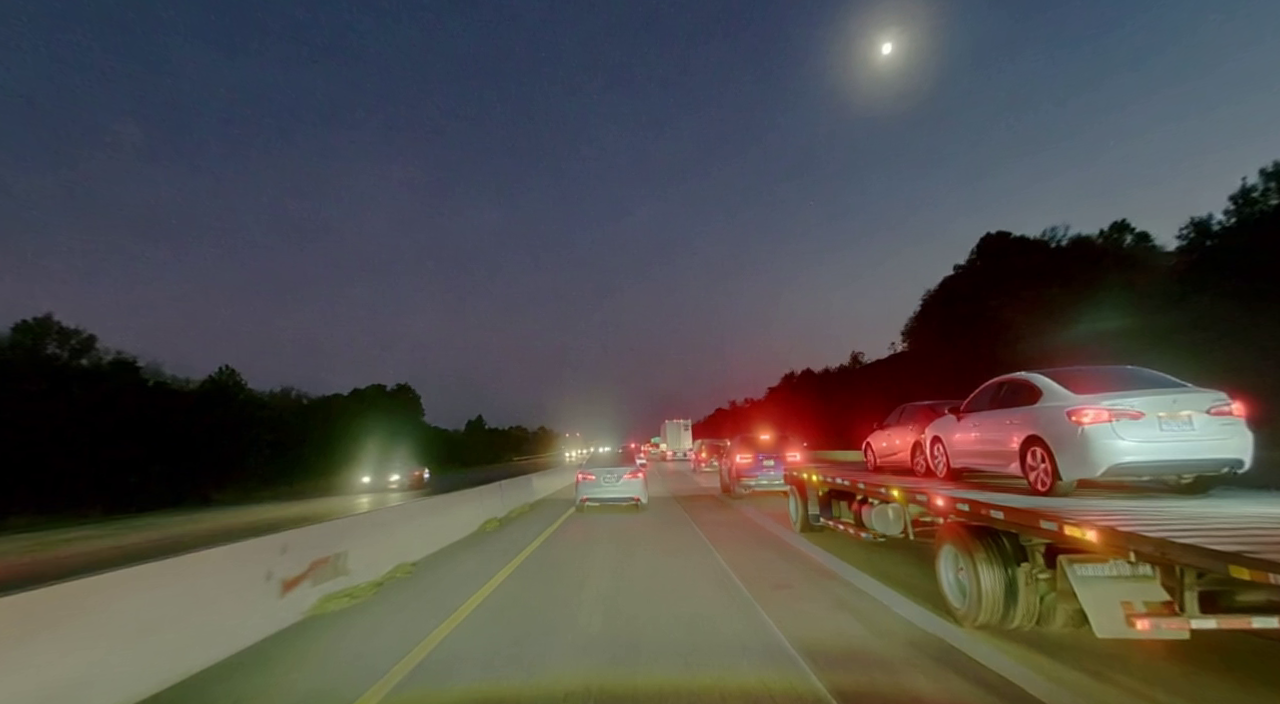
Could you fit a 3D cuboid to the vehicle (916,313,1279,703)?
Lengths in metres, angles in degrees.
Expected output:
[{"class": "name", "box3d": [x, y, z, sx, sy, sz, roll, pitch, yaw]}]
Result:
[{"class": "vehicle", "box3d": [3.462, 0.891, 3.346, 1.959, 1.783, 4.407, 0, -9, 0]}]

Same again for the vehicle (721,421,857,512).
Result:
[{"class": "vehicle", "box3d": [3.400, 2.725, 15.290, 2.303, 1.889, 3.920, 0, -9, 0]}]

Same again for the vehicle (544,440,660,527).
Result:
[{"class": "vehicle", "box3d": [-0.664, 2.565, 12.750, 1.991, 1.466, 3.675, 0, -9, 0]}]

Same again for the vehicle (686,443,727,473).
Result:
[{"class": "vehicle", "box3d": [3.942, 6.334, 37.845, 1.938, 1.660, 4.223, 0, -9, 0]}]

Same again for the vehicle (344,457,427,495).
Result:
[{"class": "vehicle", "box3d": [-11.201, 5.462, 28.032, 2.089, 1.482, 3.770, 0, -9, 1]}]
